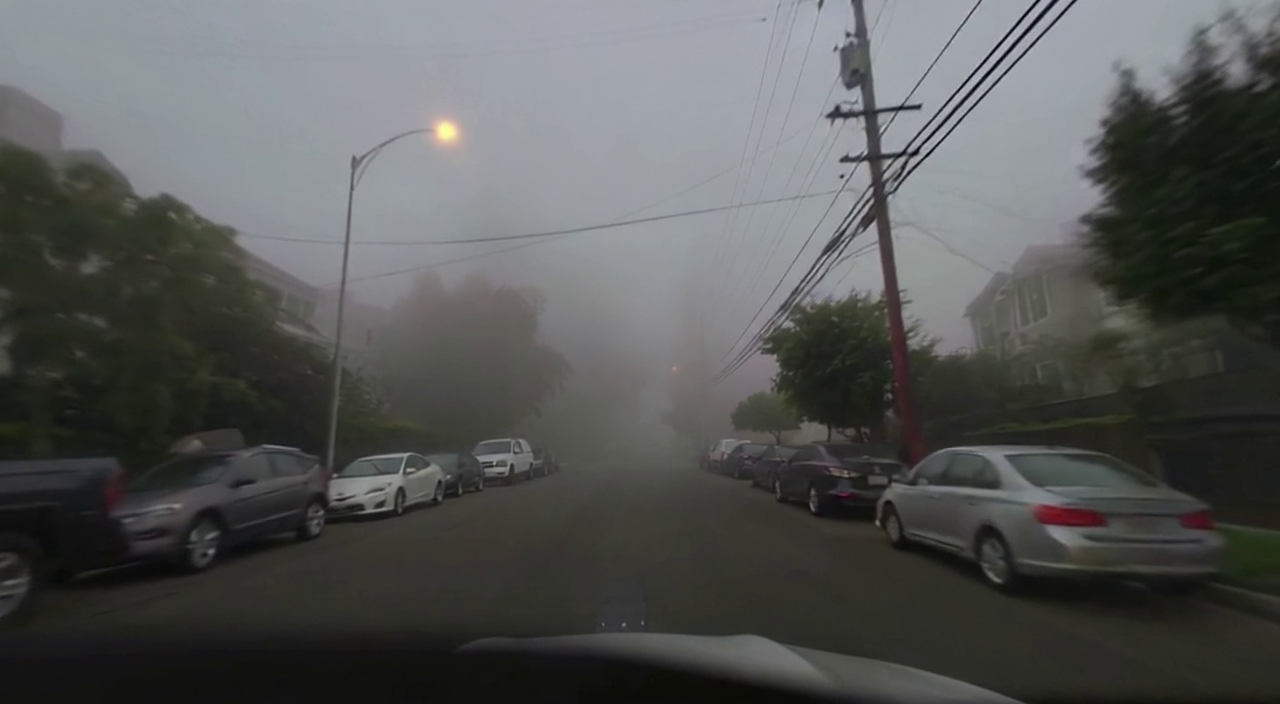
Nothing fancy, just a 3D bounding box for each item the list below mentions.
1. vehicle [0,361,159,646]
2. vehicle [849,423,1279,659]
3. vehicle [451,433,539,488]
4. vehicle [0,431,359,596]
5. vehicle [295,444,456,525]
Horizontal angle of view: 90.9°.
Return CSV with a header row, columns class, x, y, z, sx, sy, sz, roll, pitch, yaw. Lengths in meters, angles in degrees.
class,x,y,z,sx,sy,sz,roll,pitch,yaw
vehicle,-5.776,0.850,2.847,2.384,1.992,5.965,-2,-9,2
vehicle,4.007,1.594,6.575,1.871,1.522,4.746,0,-9,-2
vehicle,-5.583,4.241,25.085,2.052,1.916,5.084,0,-8,3
vehicle,-5.867,1.962,8.796,1.818,1.683,4.364,0,-7,1
vehicle,-5.724,2.873,14.324,1.752,1.494,4.274,0,-8,1
